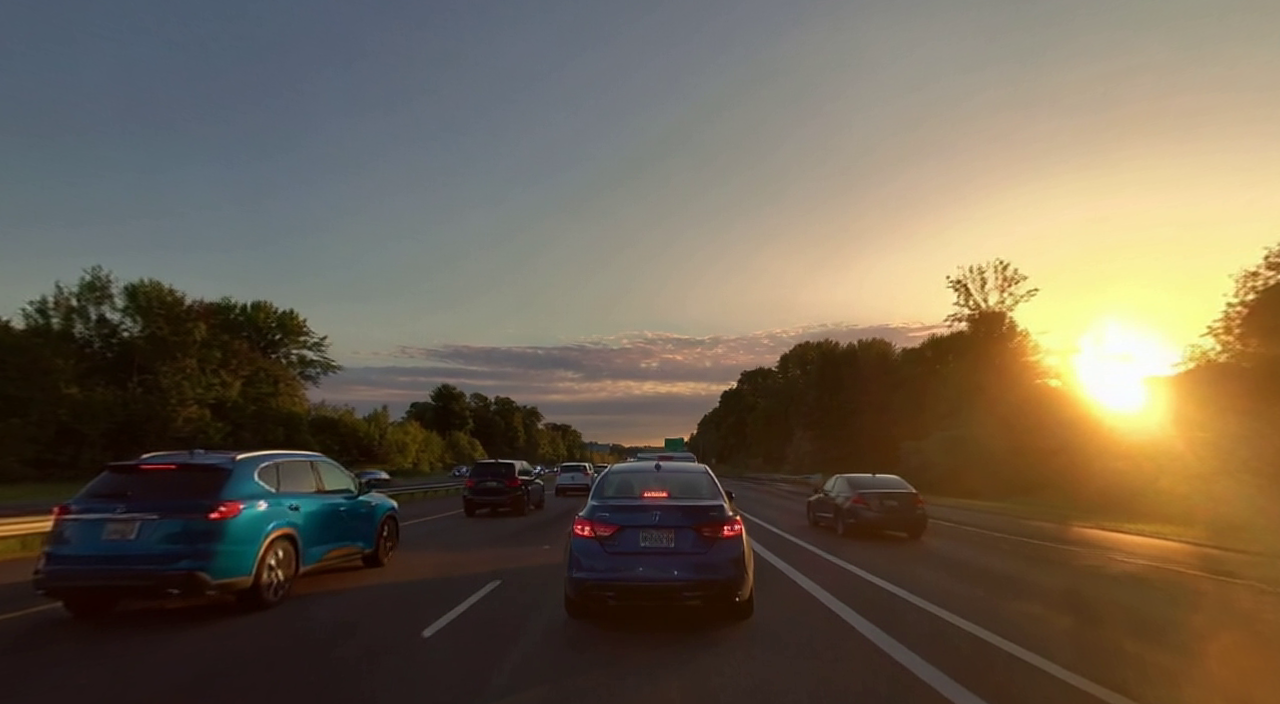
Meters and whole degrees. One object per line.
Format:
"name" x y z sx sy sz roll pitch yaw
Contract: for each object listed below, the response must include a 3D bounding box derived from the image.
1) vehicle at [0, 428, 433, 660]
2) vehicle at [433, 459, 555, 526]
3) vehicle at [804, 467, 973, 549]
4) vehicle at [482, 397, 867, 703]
"vehicle" -3.910 1.714 6.536 1.994 1.556 4.263 0 -11 1
"vehicle" -3.680 3.666 16.862 1.960 1.502 4.593 0 -11 3
"vehicle" 4.915 3.138 13.198 1.870 1.382 4.287 0 -11 1
"vehicle" 0.150 1.498 5.533 2.057 1.725 4.126 1 -11 -1
